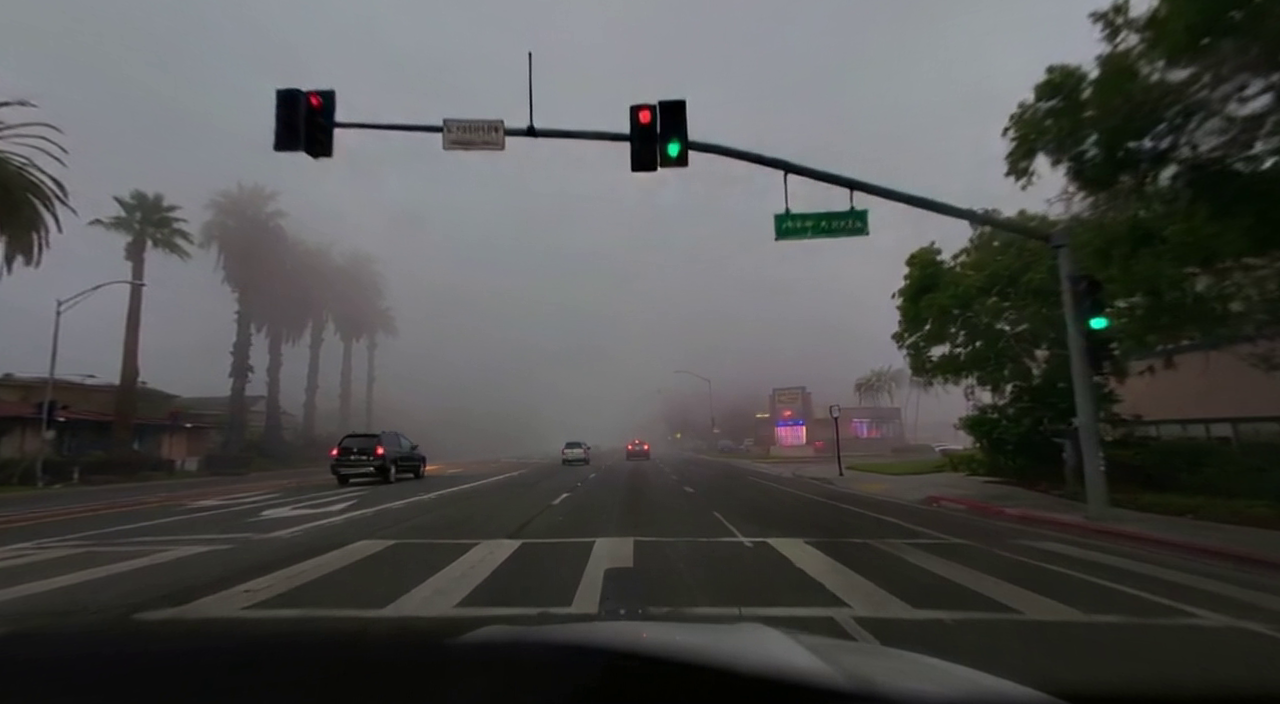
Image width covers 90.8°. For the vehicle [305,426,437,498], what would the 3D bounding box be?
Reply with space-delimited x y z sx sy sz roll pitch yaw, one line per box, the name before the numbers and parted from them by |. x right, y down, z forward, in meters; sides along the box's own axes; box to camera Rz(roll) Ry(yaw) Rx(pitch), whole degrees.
vehicle | -7.292 3.029 17.713 2.022 1.746 4.406 0 -9 -4

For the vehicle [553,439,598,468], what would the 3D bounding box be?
vehicle | -3.564 5.701 35.607 2.181 1.483 4.123 0 -9 -1
